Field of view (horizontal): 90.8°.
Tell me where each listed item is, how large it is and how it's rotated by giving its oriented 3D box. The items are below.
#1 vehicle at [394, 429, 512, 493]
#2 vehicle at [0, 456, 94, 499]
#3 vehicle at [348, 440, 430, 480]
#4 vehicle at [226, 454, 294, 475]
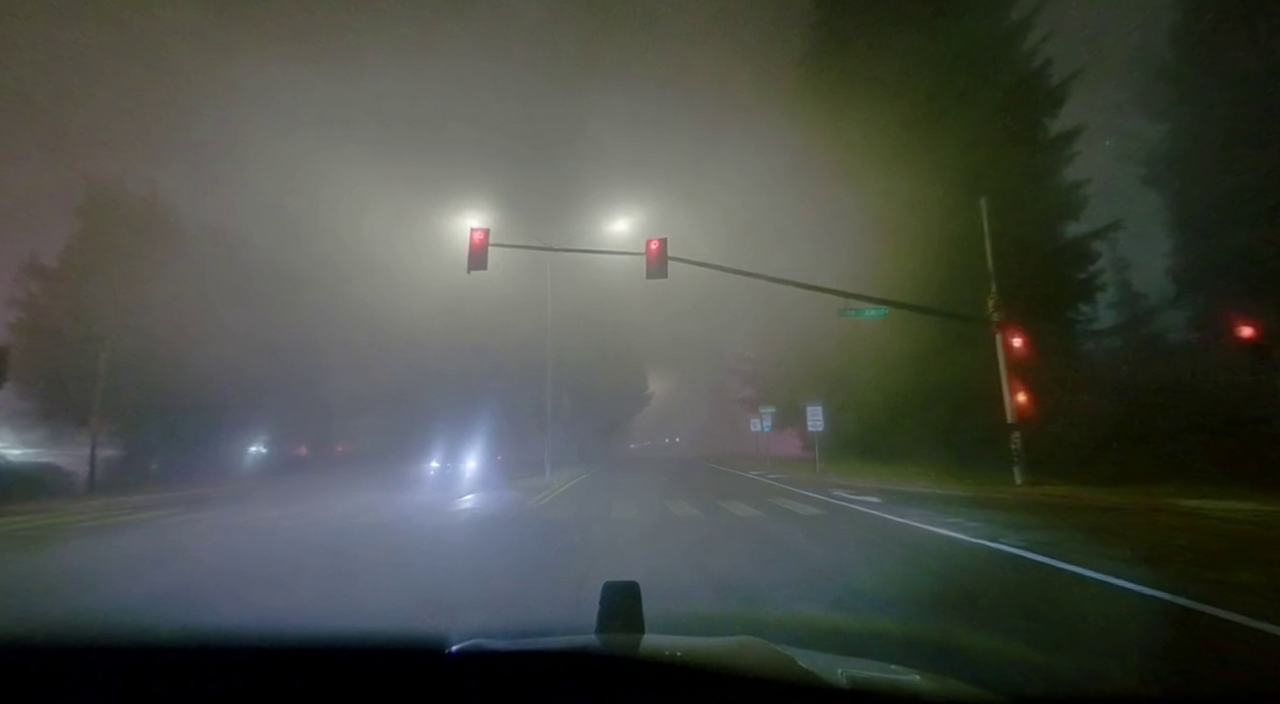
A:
[{"bbox_3d":[-6.060,3.637,21.488,2.084,1.823,6.226,0,-8,0],"label":"vehicle"},{"bbox_3d":[-27.206,5.465,27.604,4.804,1.685,1.996,0,-8,0],"label":"vehicle"},{"bbox_3d":[-12.222,5.268,31.126,2.208,1.821,4.552,0,-8,-1],"label":"vehicle"},{"bbox_3d":[-27.557,8.184,45.859,3.754,1.437,1.747,0,-8,-1],"label":"vehicle"}]
